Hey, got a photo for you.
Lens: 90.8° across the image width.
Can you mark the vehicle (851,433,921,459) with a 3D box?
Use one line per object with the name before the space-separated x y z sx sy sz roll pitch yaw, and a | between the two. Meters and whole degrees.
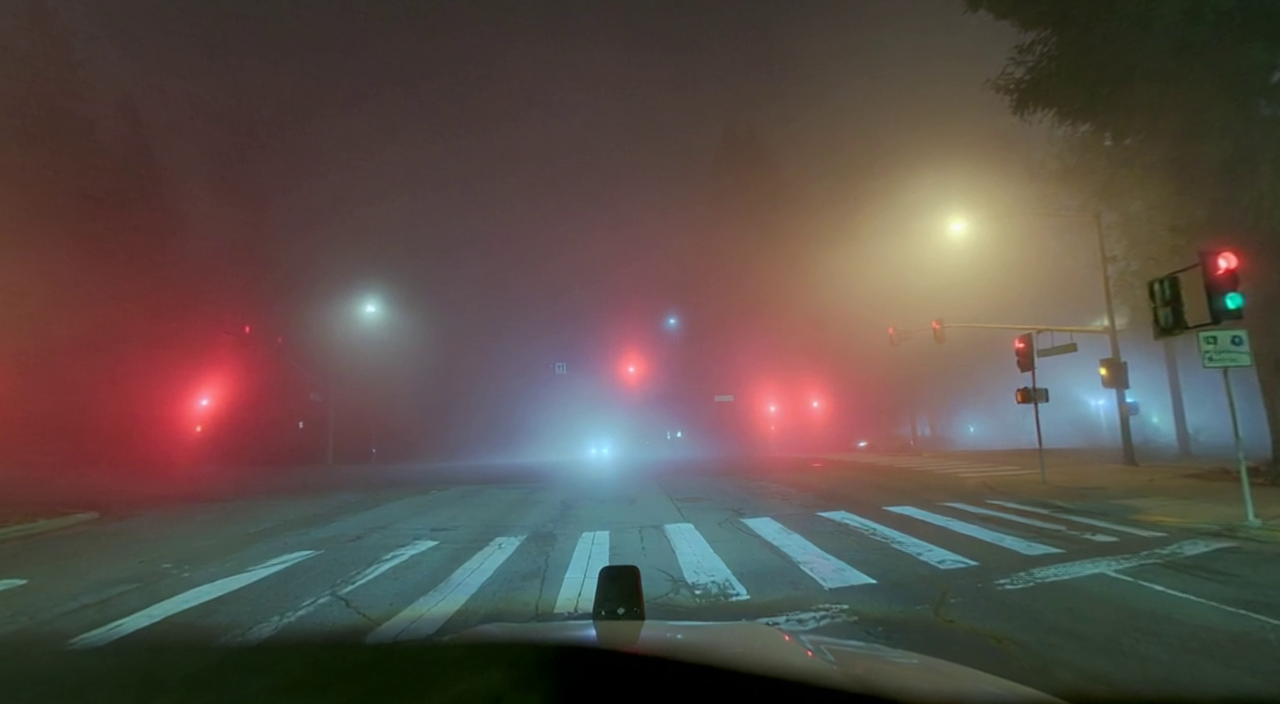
vehicle | 17.632 6.747 45.235 4.600 1.783 1.970 4 -10 -26
